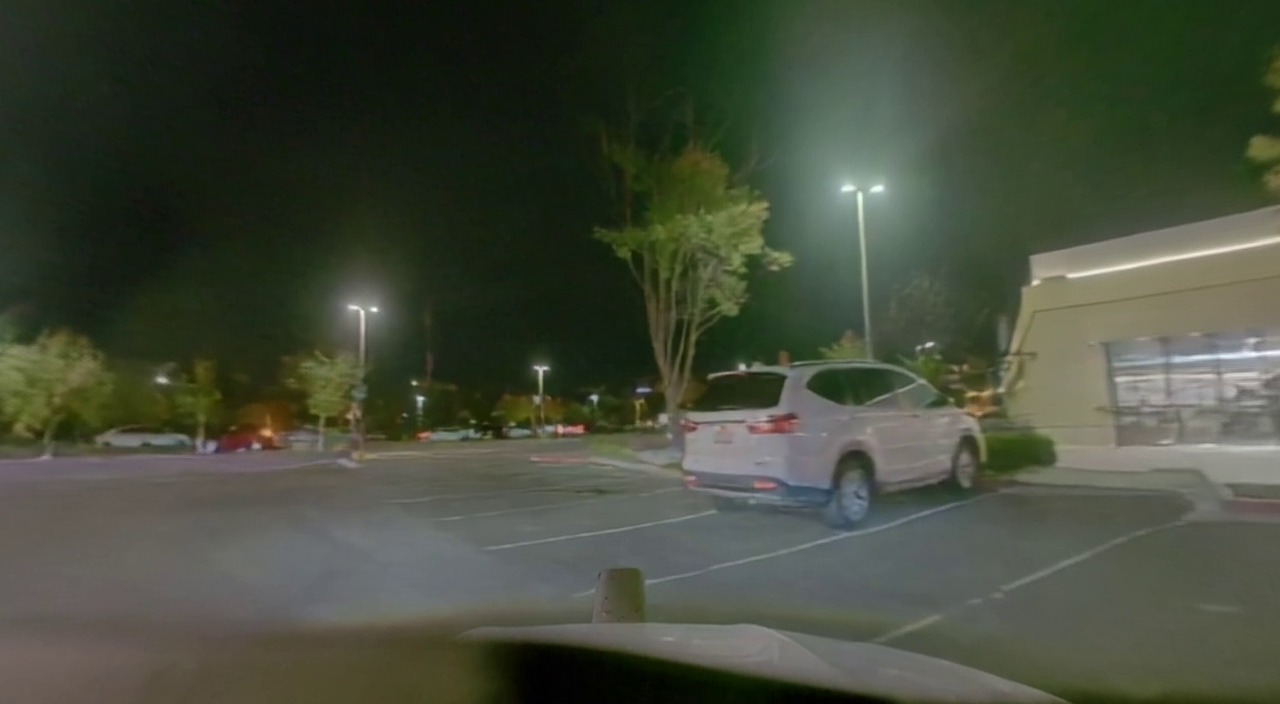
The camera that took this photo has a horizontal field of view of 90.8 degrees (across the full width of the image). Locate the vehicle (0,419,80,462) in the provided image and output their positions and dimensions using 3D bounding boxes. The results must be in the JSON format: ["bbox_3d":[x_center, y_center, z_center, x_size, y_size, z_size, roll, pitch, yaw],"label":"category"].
[{"bbox_3d":[-28.240,3.996,28.060,4.939,1.664,2.055,3,-13,-43],"label":"vehicle"}]

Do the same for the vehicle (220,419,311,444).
[{"bbox_3d":[-23.960,5.148,40.564,1.839,1.484,4.601,-8,-11,40],"label":"vehicle"}]

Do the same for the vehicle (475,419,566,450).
[{"bbox_3d":[-5.843,4.110,31.265,4.106,1.449,1.760,7,-12,-43],"label":"vehicle"}]

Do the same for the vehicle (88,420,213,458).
[{"bbox_3d":[-24.419,4.292,31.631,4.666,1.634,1.816,5,-7,-43],"label":"vehicle"}]

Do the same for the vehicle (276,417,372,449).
[{"bbox_3d":[-18.519,4.722,37.197,1.981,1.687,4.660,-7,-8,44],"label":"vehicle"}]

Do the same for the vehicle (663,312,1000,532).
[{"bbox_3d":[2.971,1.063,9.082,5.237,2.257,2.200,7,-11,-43],"label":"vehicle"}]
